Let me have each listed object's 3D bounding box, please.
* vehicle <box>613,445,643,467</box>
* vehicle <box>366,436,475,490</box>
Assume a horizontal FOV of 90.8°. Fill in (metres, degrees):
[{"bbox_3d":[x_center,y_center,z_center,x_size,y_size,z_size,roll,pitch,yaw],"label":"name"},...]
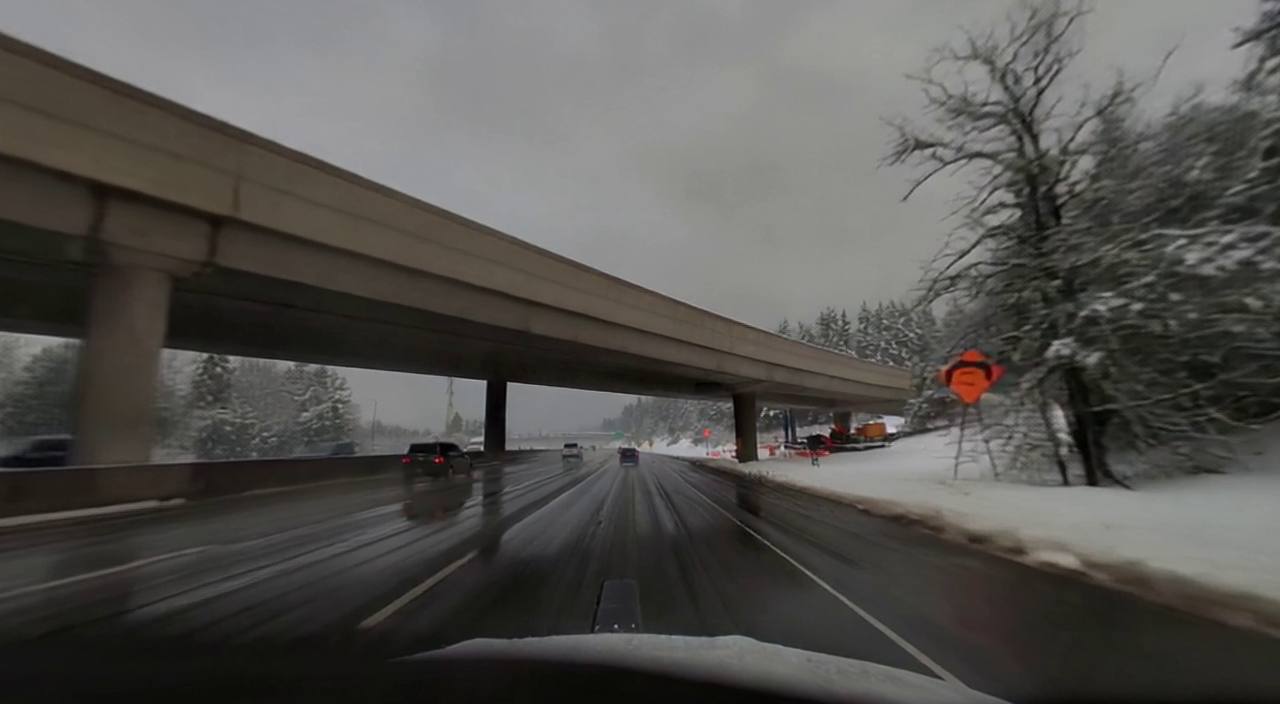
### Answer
[{"bbox_3d":[-0.825,7.384,45.085,2.051,1.459,4.092,0,-9,-1],"label":"vehicle"},{"bbox_3d":[-7.240,3.695,21.361,2.128,1.604,4.279,0,-9,0],"label":"vehicle"}]
